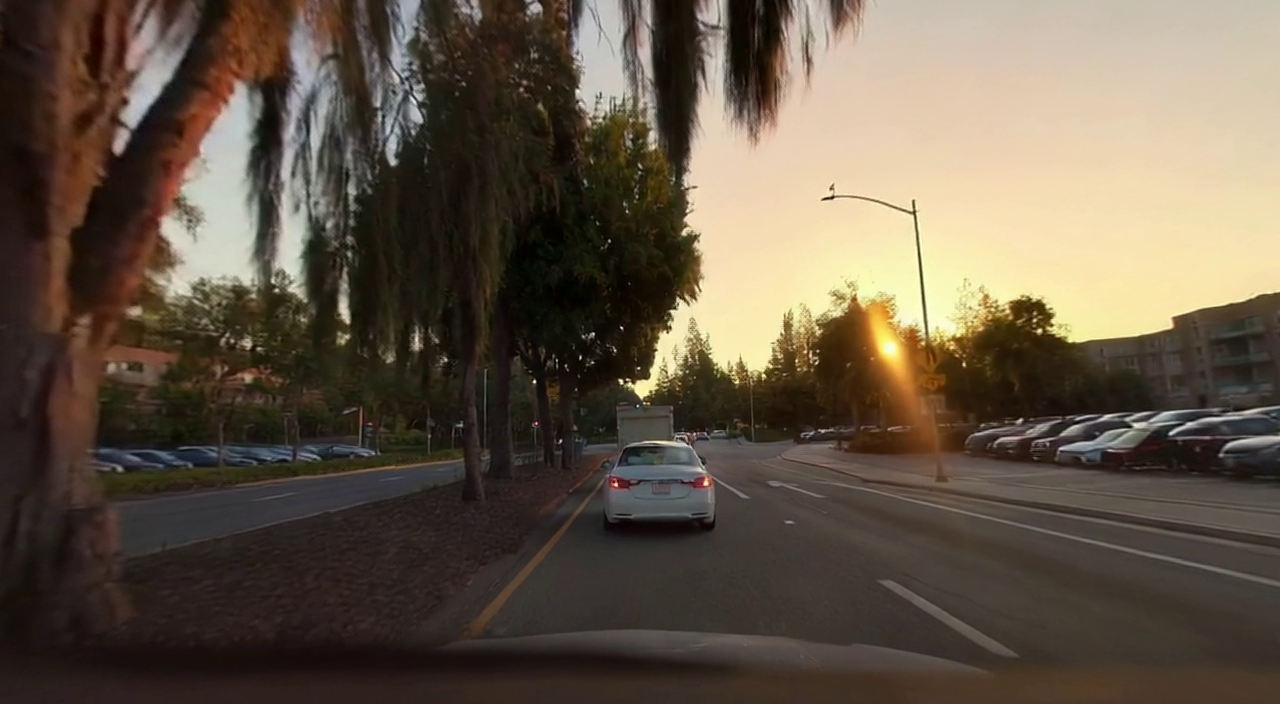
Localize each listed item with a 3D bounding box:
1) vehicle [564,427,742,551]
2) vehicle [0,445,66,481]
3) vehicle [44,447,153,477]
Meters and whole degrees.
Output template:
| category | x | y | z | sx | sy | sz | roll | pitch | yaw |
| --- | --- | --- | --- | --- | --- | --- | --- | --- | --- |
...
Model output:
| category | x | y | z | sx | sy | sz | roll | pitch | yaw |
| --- | --- | --- | --- | --- | --- | --- | --- | --- | --- |
| vehicle | 0.112 | 1.911 | 9.514 | 2.093 | 1.442 | 3.977 | 0 | -8 | -1 |
| vehicle | -30.299 | 5.309 | 29.882 | 4.266 | 1.600 | 1.877 | -3 | -8 | -2 |
| vehicle | -30.083 | 6.097 | 35.128 | 4.342 | 1.621 | 1.967 | -1 | -8 | 4 |
